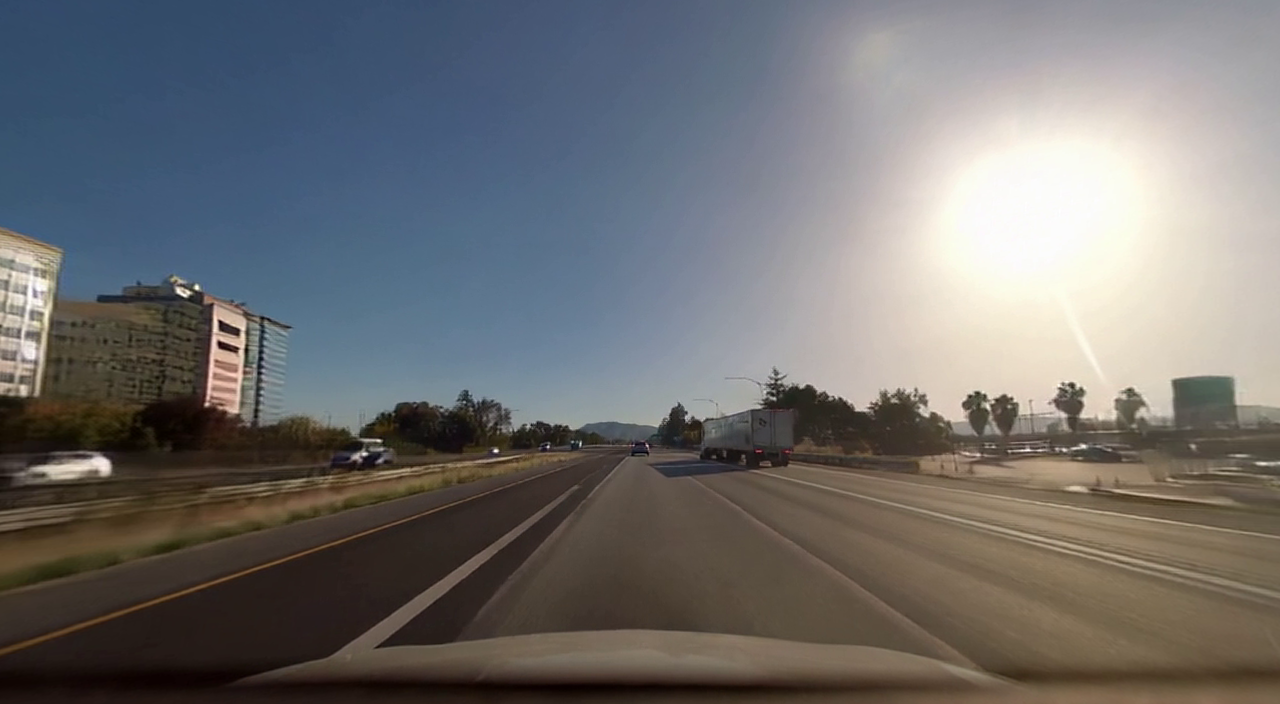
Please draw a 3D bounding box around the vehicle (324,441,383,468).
[{"bbox_3d":[-22.392,7.994,49.568,2.071,2.009,5.318,0,-8,0],"label":"vehicle"}]

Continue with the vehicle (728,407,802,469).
[{"bbox_3d":[7.094,5.072,37.003,2.793,3.204,7.997,0,-8,1],"label":"vehicle"}]

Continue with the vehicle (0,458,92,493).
[{"bbox_3d":[-29.591,5.917,30.582,1.814,1.455,4.645,0,-8,1],"label":"vehicle"}]
